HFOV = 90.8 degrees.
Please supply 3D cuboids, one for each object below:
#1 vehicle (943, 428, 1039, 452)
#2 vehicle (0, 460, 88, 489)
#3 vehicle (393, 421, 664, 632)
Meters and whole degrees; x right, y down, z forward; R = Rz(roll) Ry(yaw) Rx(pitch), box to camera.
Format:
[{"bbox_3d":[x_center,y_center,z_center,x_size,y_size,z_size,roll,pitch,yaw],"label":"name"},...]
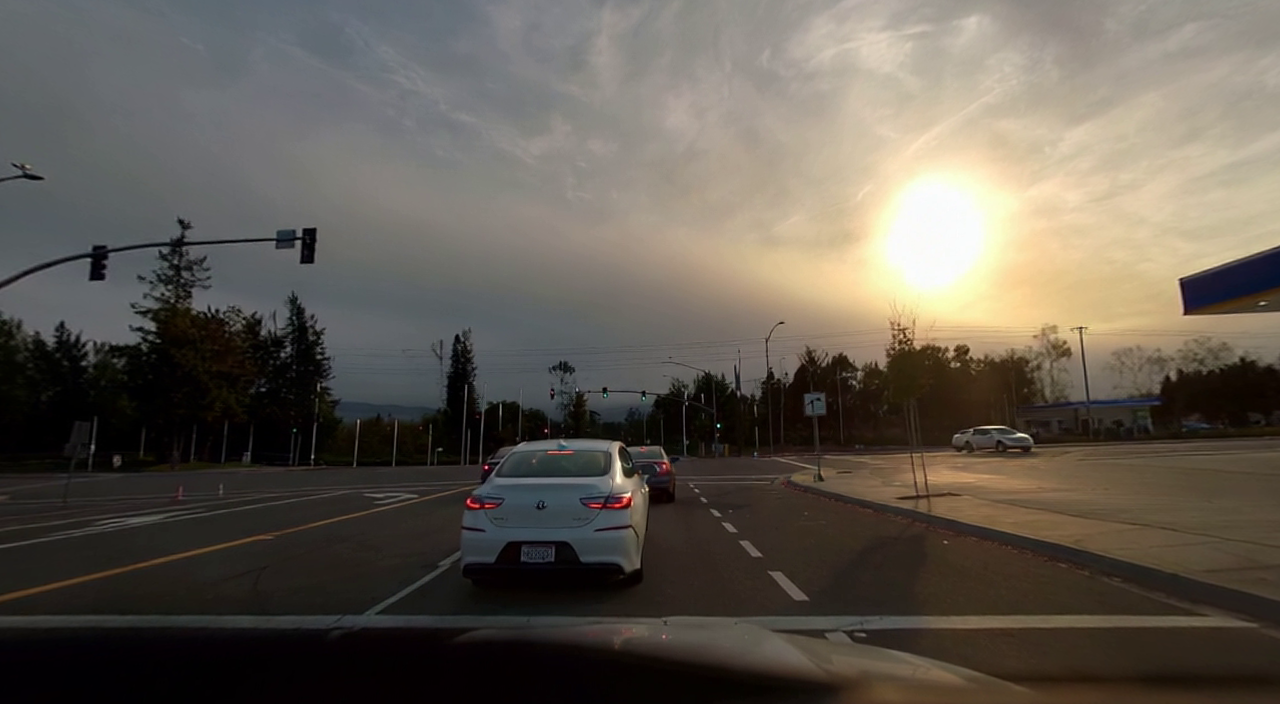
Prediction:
[{"bbox_3d":[22.325,5.630,40.294,4.874,1.502,2.048,0,-8,-1],"label":"vehicle"},{"bbox_3d":[-35.216,7.031,36.615,1.796,1.440,4.802,-1,-8,4],"label":"vehicle"},{"bbox_3d":[-0.744,1.604,6.908,1.916,1.510,4.447,-1,-8,3],"label":"vehicle"}]
